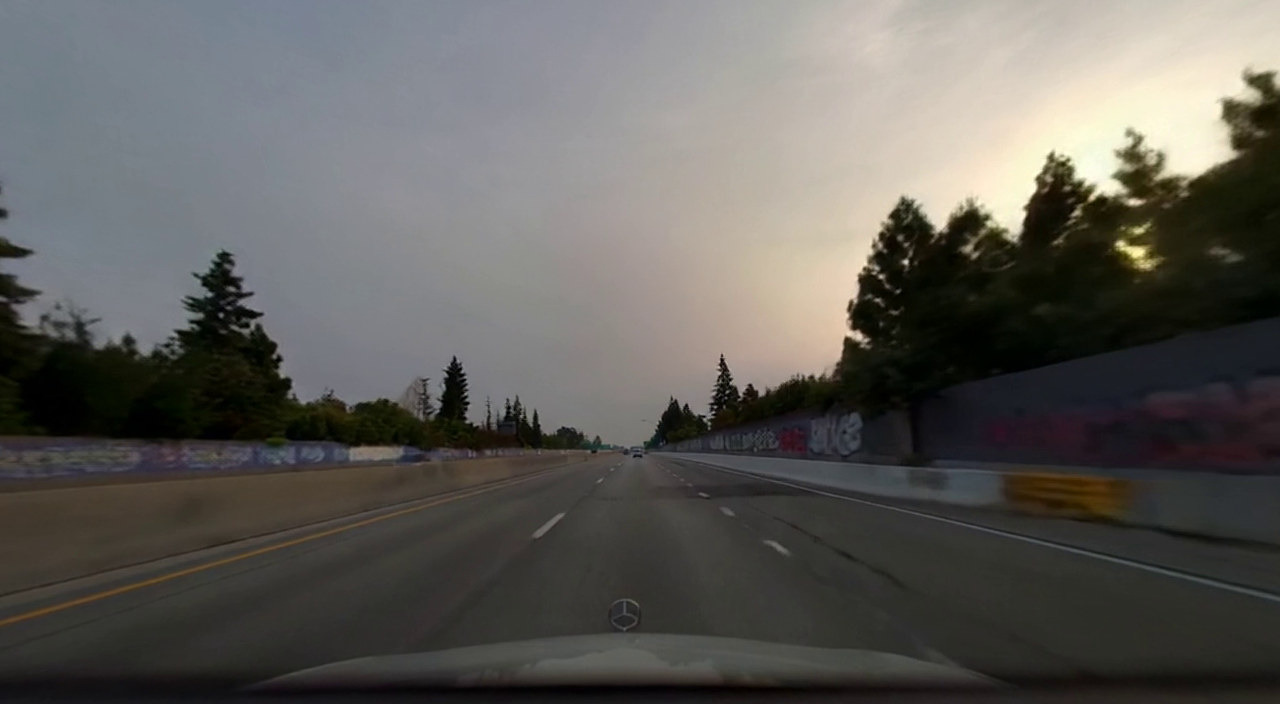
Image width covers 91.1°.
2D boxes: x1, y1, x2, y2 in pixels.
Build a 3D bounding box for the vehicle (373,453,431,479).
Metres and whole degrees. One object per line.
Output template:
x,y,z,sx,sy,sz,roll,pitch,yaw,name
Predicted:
-14.462,6.953,38.451,1.863,1.436,4.463,0,-9,-1,vehicle
